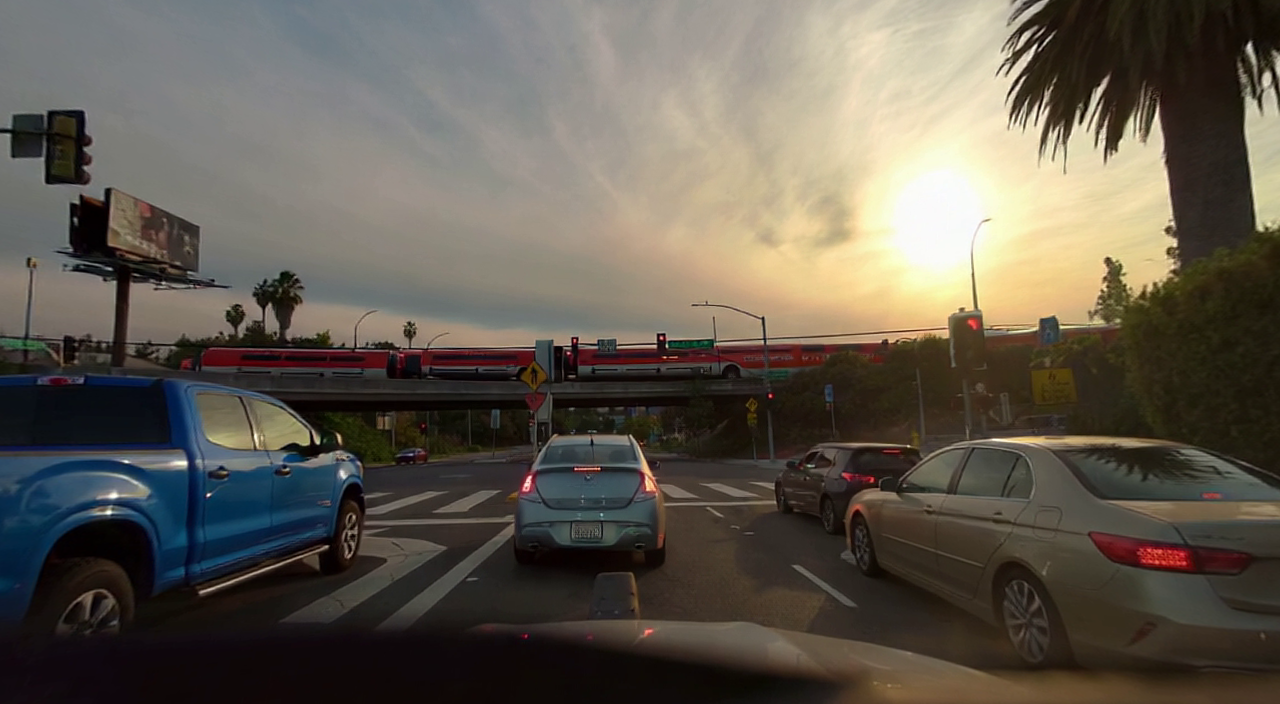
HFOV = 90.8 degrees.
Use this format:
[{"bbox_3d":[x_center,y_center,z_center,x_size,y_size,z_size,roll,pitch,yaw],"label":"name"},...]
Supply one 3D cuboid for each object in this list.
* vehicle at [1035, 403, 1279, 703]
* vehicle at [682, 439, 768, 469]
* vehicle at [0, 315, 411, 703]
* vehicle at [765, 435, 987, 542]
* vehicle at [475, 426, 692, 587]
[{"bbox_3d":[3.885,0.890,2.192,2.052,1.496,4.541,0,-9,0],"label":"vehicle"},{"bbox_3d":[4.197,5.139,31.976,1.878,1.428,4.416,5,-10,-32],"label":"vehicle"},{"bbox_3d":[-3.827,1.112,4.947,2.078,1.838,5.448,0,-9,-1],"label":"vehicle"},{"bbox_3d":[3.696,2.214,10.958,1.965,1.448,4.486,0,-9,-2],"label":"vehicle"},{"bbox_3d":[-0.634,1.762,8.065,2.035,1.491,4.090,0,-9,-3],"label":"vehicle"}]
